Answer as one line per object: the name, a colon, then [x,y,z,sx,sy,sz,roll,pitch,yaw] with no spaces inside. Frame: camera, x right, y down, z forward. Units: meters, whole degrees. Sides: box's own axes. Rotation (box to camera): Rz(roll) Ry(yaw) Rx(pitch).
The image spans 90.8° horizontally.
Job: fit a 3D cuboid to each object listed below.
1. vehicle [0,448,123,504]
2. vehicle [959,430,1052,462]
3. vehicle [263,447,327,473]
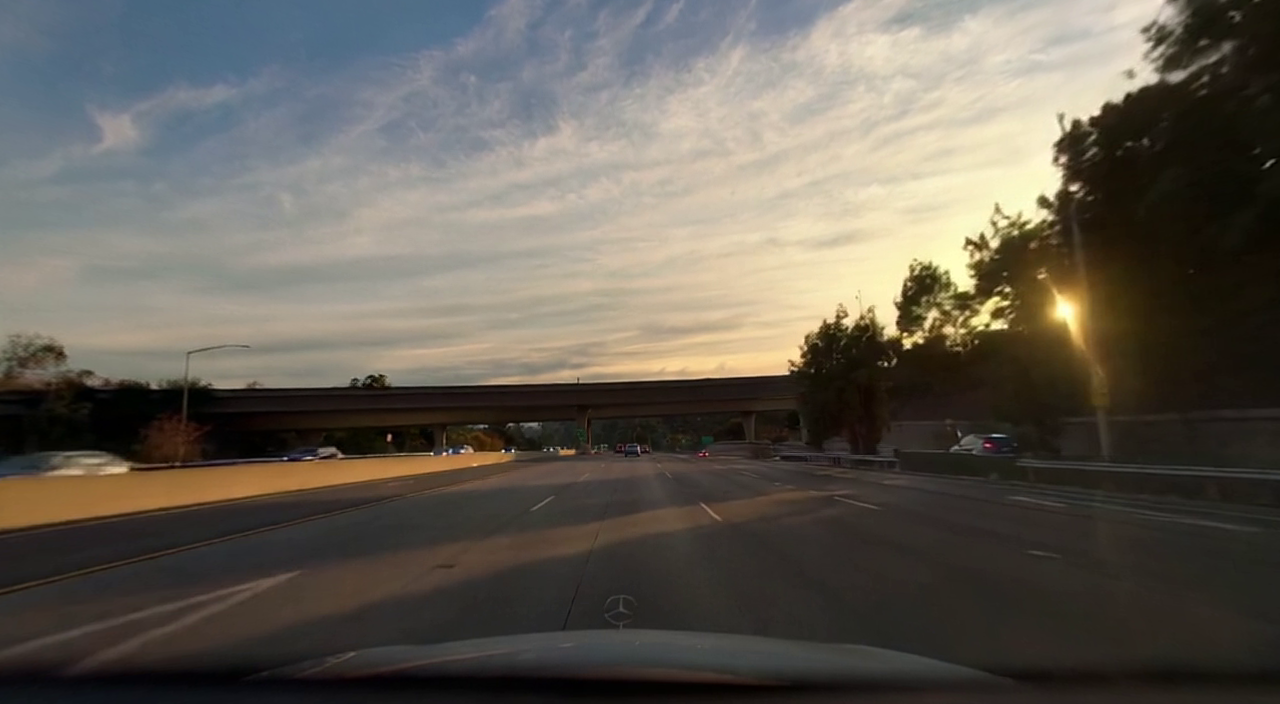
vehicle: [-18.389,3.647,18.952,1.871,1.497,4.589,0,-9,-1]
vehicle: [18.566,4.825,32.380,1.916,1.508,4.485,0,-9,-2]
vehicle: [-22.018,6.849,40.486,1.825,1.556,4.203,0,-9,-1]
